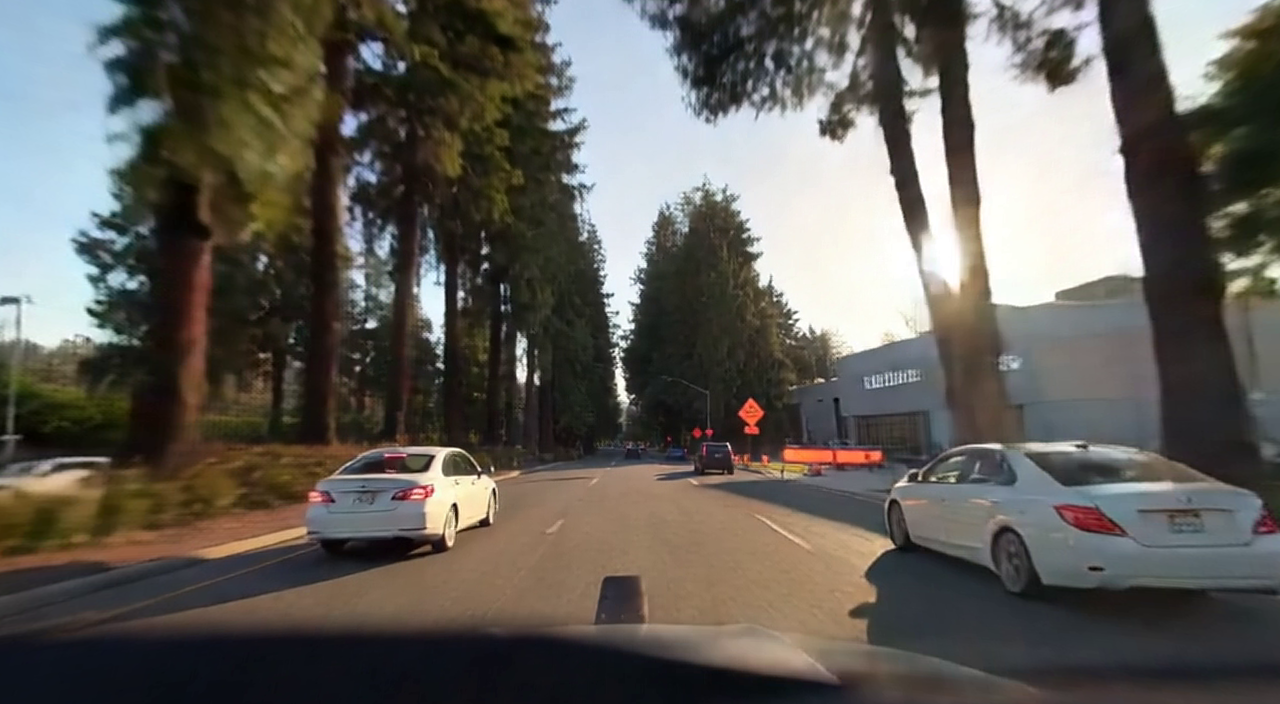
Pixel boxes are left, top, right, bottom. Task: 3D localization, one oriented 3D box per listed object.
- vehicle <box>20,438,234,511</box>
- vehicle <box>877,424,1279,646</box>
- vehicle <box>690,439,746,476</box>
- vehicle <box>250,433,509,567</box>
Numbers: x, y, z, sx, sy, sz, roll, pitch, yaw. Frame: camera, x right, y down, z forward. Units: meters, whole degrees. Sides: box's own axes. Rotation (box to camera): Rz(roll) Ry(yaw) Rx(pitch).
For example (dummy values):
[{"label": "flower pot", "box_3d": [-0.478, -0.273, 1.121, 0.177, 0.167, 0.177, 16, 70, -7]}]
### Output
[{"label": "vehicle", "box_3d": [-14.399, 3.430, 18.249, 2.100, 1.812, 4.798, 0, -9, 0]}, {"label": "vehicle", "box_3d": [4.034, 1.537, 6.250, 1.827, 1.491, 3.743, 0, -9, -1]}, {"label": "vehicle", "box_3d": [3.950, 5.465, 32.931, 2.159, 1.793, 4.735, 0, -9, -2]}, {"label": "vehicle", "box_3d": [-3.343, 1.966, 9.157, 2.020, 1.474, 4.098, 0, -9, 0]}]
